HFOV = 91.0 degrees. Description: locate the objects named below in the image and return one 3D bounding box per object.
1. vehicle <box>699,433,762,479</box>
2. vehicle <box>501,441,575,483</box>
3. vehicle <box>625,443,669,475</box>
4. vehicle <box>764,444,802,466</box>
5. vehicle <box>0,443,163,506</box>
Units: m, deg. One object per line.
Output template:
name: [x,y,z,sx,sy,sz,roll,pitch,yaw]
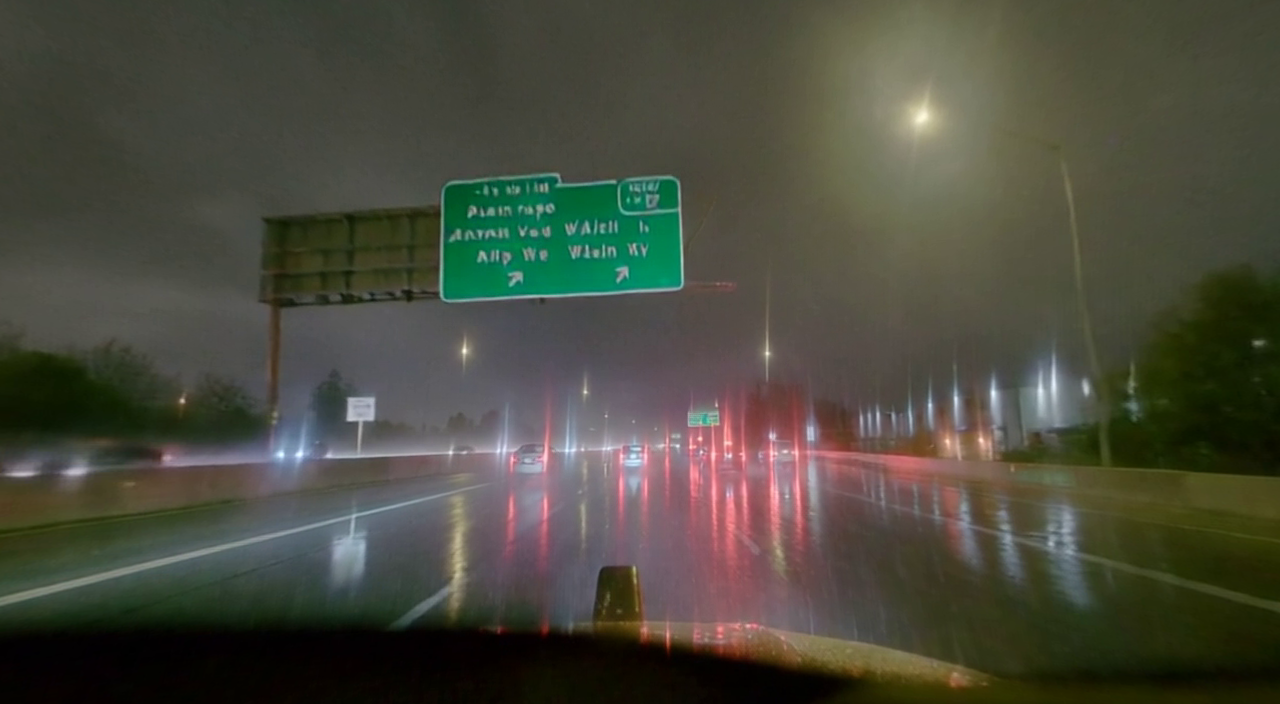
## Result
vehicle: [3.704,4.366,26.604,2.045,1.768,4.249,0,-9,1]
vehicle: [-3.885,4.288,24.779,1.996,1.488,4.451,0,-9,3]
vehicle: [0.366,5.297,31.378,2.071,1.478,4.130,0,-9,1]
vehicle: [10.135,7.337,44.964,1.971,1.464,4.357,-1,-9,3]
vehicle: [-16.656,3.448,18.212,1.935,1.541,4.729,0,-9,1]
